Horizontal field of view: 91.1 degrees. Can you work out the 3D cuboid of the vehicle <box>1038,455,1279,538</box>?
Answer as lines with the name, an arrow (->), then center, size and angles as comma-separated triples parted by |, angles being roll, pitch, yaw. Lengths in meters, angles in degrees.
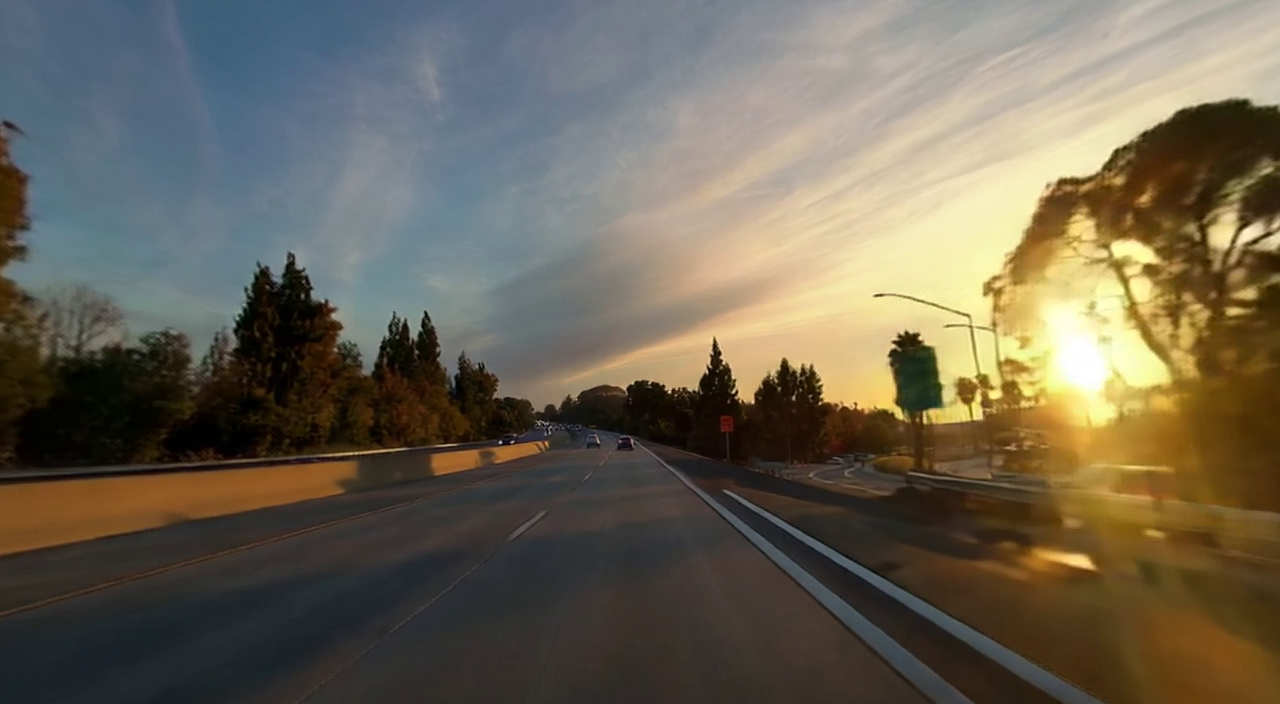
vehicle -> 11.727, 3.278, 14.665 | 2.037, 1.487, 4.962 | 1, -11, 6
